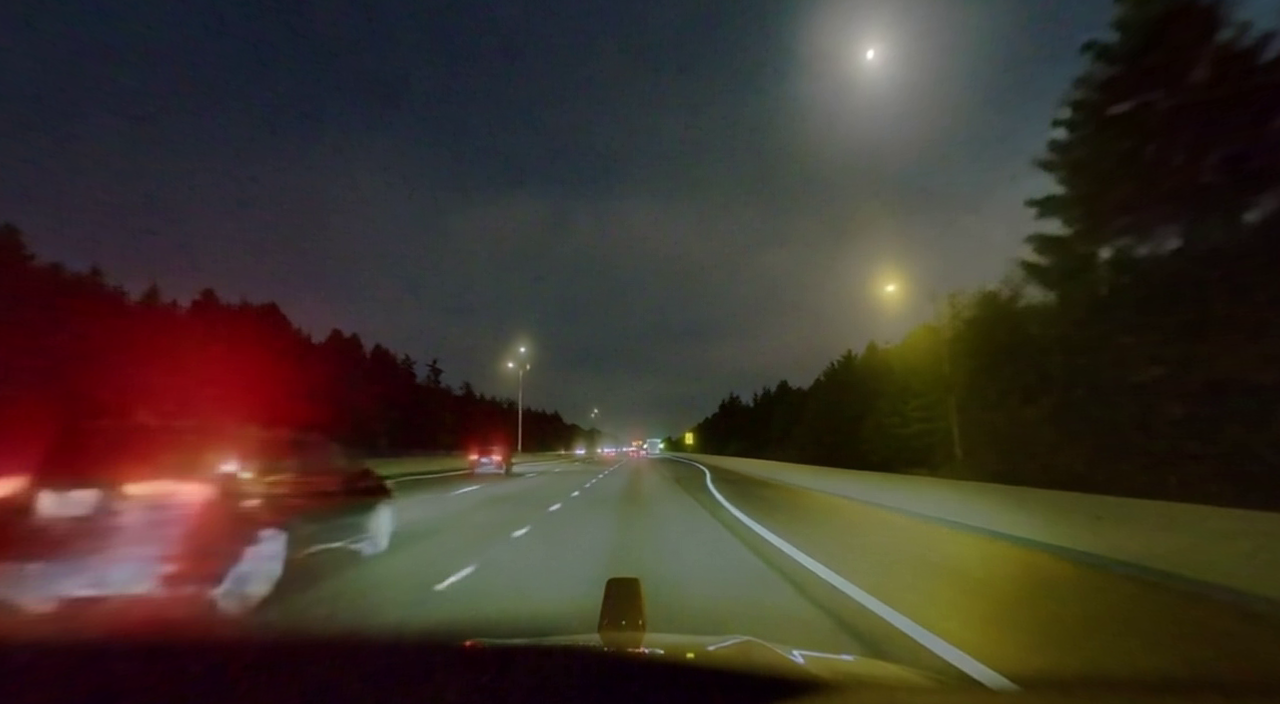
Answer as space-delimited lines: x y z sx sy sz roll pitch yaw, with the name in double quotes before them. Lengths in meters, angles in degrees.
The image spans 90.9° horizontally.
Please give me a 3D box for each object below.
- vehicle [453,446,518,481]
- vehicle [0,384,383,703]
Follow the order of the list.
"vehicle" -7.136 5.206 29.656 1.835 1.459 4.636 0 -9 1
"vehicle" -3.848 1.233 4.757 1.875 1.587 4.687 1 -9 -1
